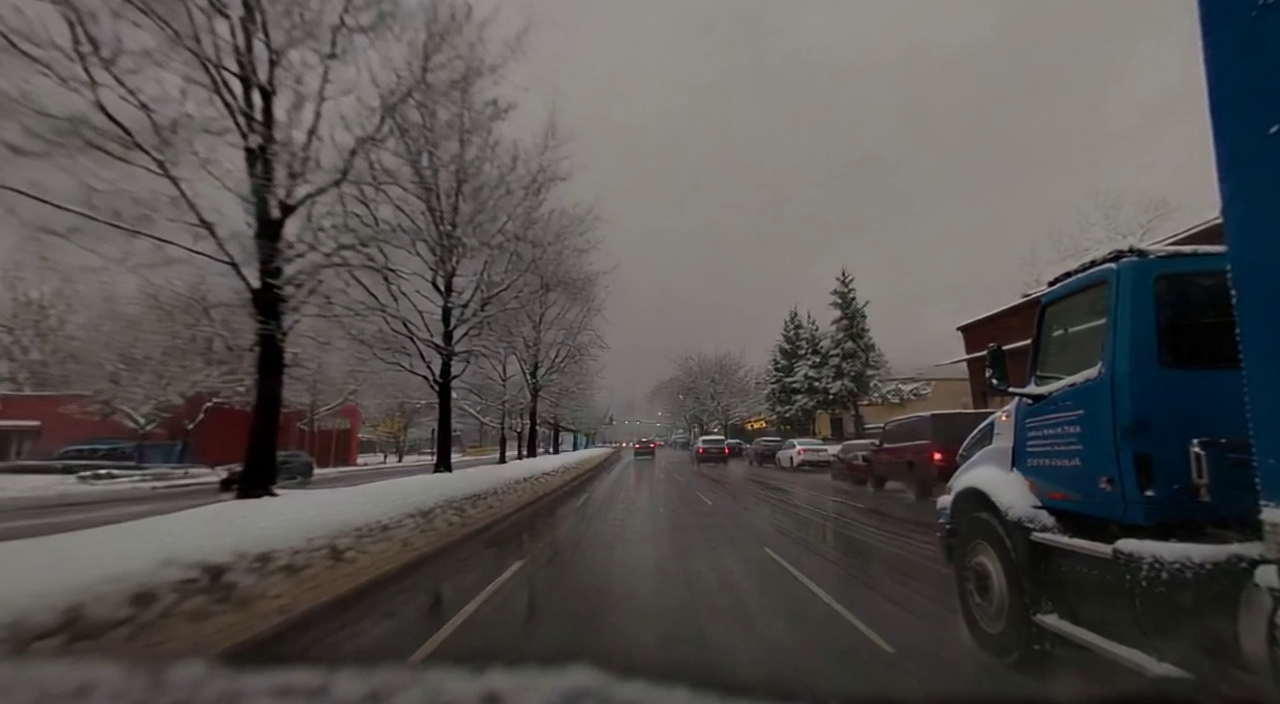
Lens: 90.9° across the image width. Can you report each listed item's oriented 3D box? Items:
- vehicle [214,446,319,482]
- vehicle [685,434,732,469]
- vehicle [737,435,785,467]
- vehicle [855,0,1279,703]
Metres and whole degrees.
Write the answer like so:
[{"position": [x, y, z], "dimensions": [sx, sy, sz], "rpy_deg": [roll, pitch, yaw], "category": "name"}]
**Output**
[{"position": [-17.104, 5.119, 29.172], "dimensions": [2.017, 1.503, 4.638], "rpy_deg": [0, -8, 0], "category": "vehicle"}, {"position": [3.942, 5.800, 36.975], "dimensions": [2.196, 1.908, 4.412], "rpy_deg": [0, -8, -1], "category": "vehicle"}, {"position": [7.913, 6.536, 41.721], "dimensions": [2.199, 1.980, 4.766], "rpy_deg": [0, -8, 0], "category": "vehicle"}, {"position": [3.739, -0.201, 2.464], "dimensions": [3.006, 3.679, 8.506], "rpy_deg": [0, -8, 2], "category": "vehicle"}]
